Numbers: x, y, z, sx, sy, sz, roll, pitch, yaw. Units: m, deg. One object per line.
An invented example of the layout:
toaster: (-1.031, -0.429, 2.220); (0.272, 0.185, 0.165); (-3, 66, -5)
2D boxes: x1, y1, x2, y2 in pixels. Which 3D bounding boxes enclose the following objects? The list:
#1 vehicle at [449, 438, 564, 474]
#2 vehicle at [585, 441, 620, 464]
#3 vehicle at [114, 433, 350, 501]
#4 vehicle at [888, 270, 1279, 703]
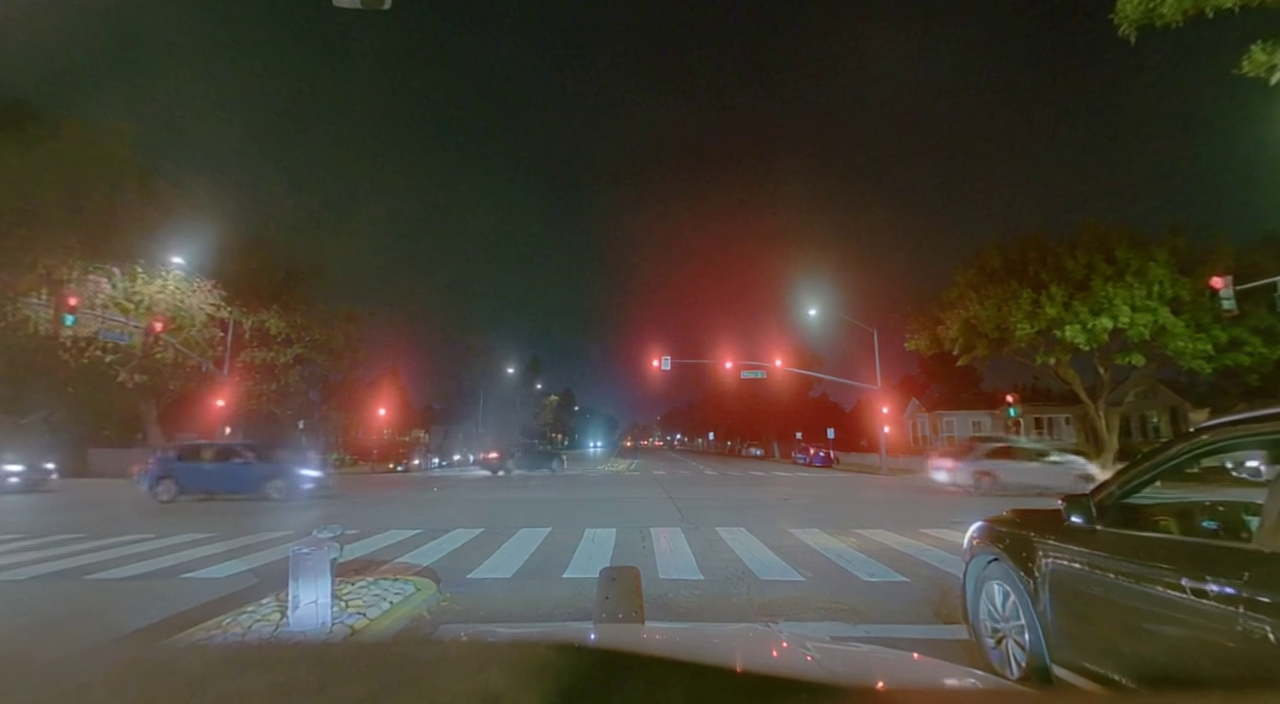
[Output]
vehicle: (-6.014, 4.673, 28.592); (4.689, 1.490, 1.920); (5, -10, -31)
vehicle: (-2.440, 6.705, 42.287); (2.046, 1.491, 4.118); (0, -9, 1)
vehicle: (-10.293, 2.925, 16.237); (4.680, 1.620, 1.943); (0, -9, 0)
vehicle: (2.705, 0.713, 1.732); (2.085, 1.800, 4.908); (0, -9, 1)
